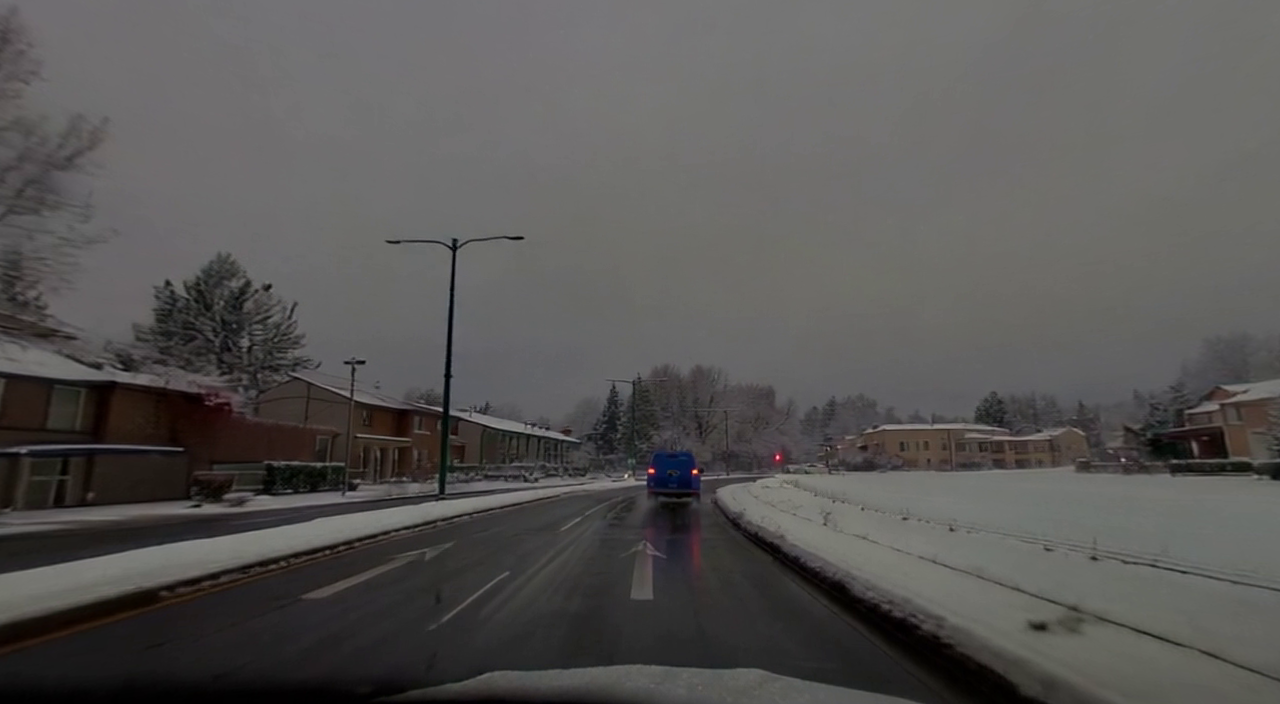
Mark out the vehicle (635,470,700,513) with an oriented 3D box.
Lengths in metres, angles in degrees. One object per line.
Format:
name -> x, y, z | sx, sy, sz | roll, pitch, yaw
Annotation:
vehicle -> 1.086, 4.790, 22.057 | 1.972, 1.250, 5.282 | 0, -10, 6
